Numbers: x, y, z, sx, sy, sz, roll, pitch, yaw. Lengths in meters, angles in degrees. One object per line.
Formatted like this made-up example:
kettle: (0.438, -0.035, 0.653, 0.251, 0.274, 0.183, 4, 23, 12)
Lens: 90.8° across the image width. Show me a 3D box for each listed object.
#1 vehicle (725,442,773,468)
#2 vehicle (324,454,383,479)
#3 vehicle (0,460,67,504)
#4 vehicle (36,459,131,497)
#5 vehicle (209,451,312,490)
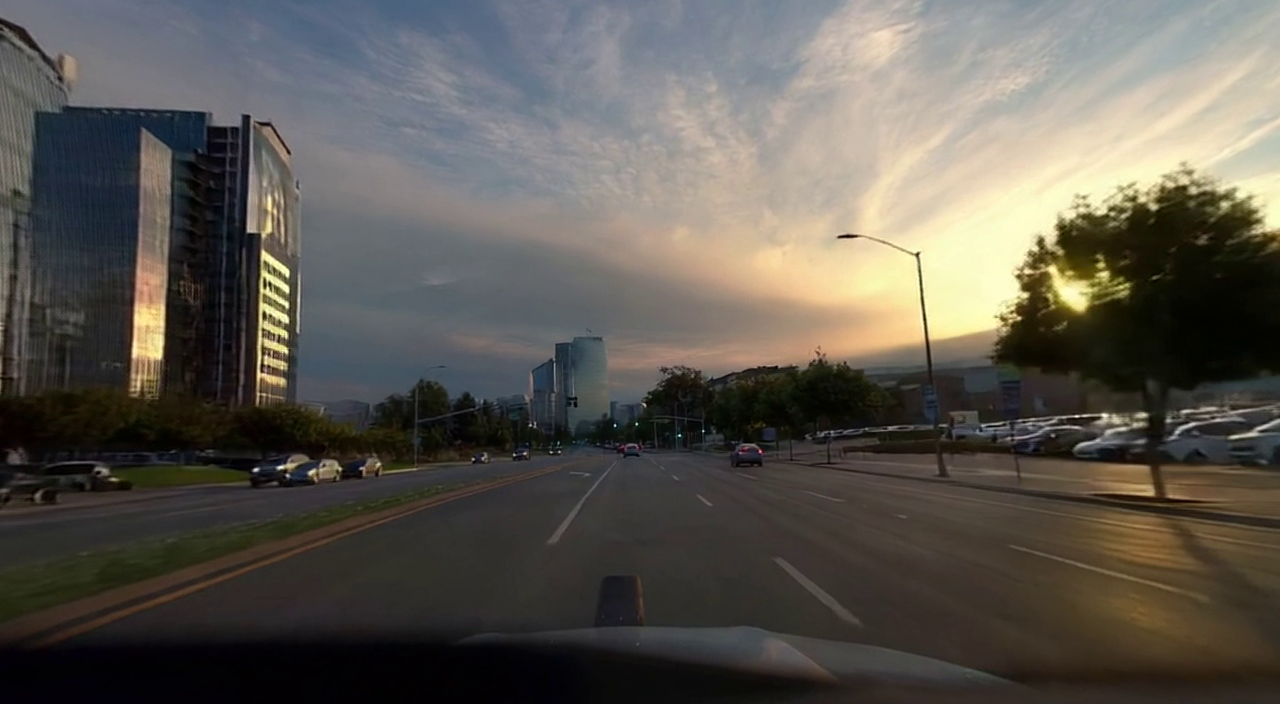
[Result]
vehicle: (6.457, 6.195, 38.036, 1.992, 1.447, 4.414, 0, -9, -2)
vehicle: (-18.789, 7.489, 41.663, 1.861, 1.499, 4.605, 0, -9, -1)
vehicle: (-28.096, 5.806, 28.387, 1.959, 1.677, 4.861, 1, -9, -24)
vehicle: (-25.707, 5.789, 29.356, 2.099, 1.561, 4.013, 4, -9, -24)
vehicle: (-18.685, 5.797, 31.416, 2.047, 1.756, 4.844, 0, -9, 0)
